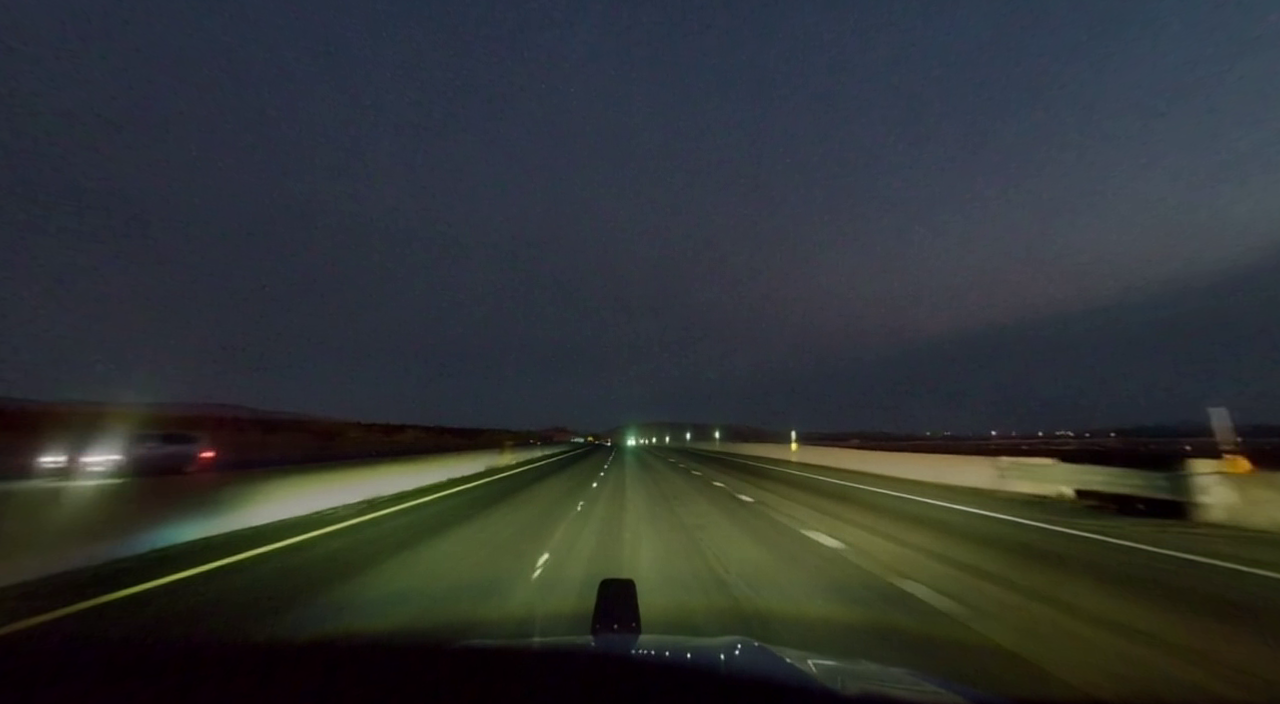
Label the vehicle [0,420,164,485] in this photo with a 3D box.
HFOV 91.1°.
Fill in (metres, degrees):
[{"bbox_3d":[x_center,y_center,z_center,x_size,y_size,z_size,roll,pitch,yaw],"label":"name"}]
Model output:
[{"bbox_3d":[-15.091,2.591,16.586,1.817,1.483,4.157,0,-8,-1],"label":"vehicle"}]
